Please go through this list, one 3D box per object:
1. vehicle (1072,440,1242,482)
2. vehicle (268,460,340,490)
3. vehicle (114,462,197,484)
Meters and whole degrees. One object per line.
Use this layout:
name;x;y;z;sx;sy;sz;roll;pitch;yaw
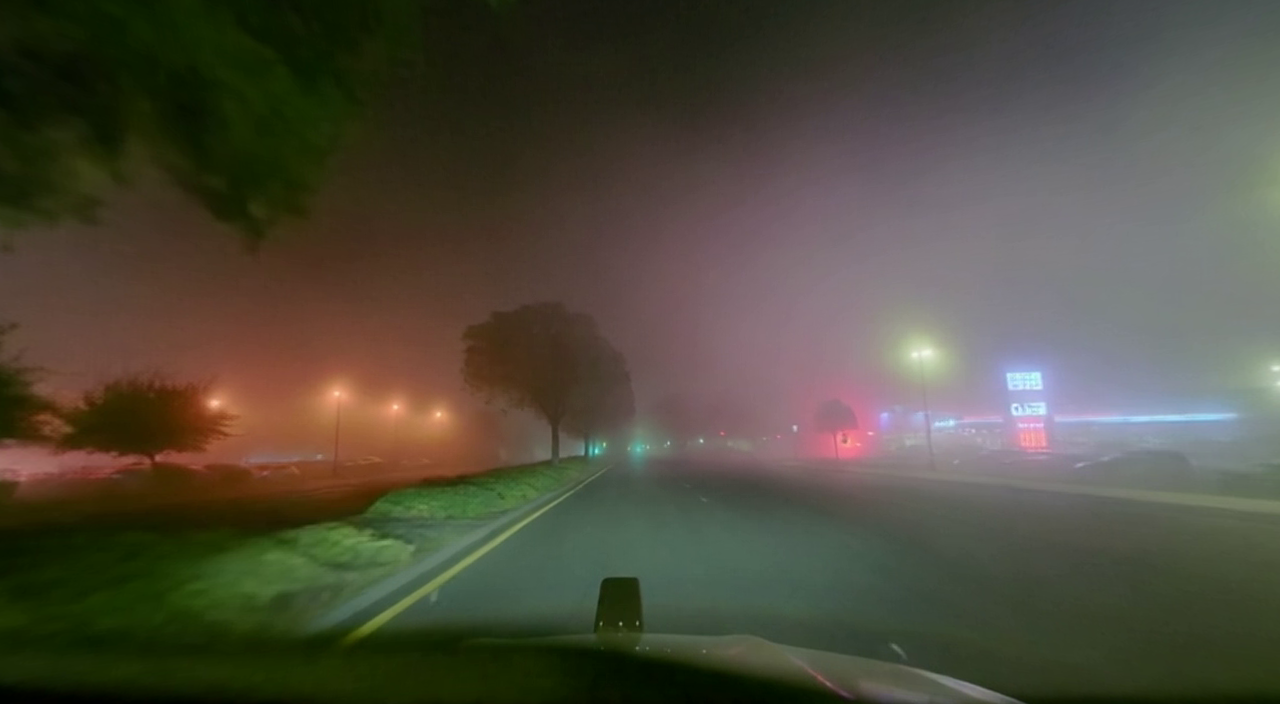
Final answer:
vehicle;20.291;4.289;24.994;4.762;1.550;2.089;-1;-9;3
vehicle;-19.490;7.106;36.866;1.889;1.497;4.478;-3;-9;-2
vehicle;-36.094;9.018;47.147;4.385;1.485;2.092;0;-9;-1
